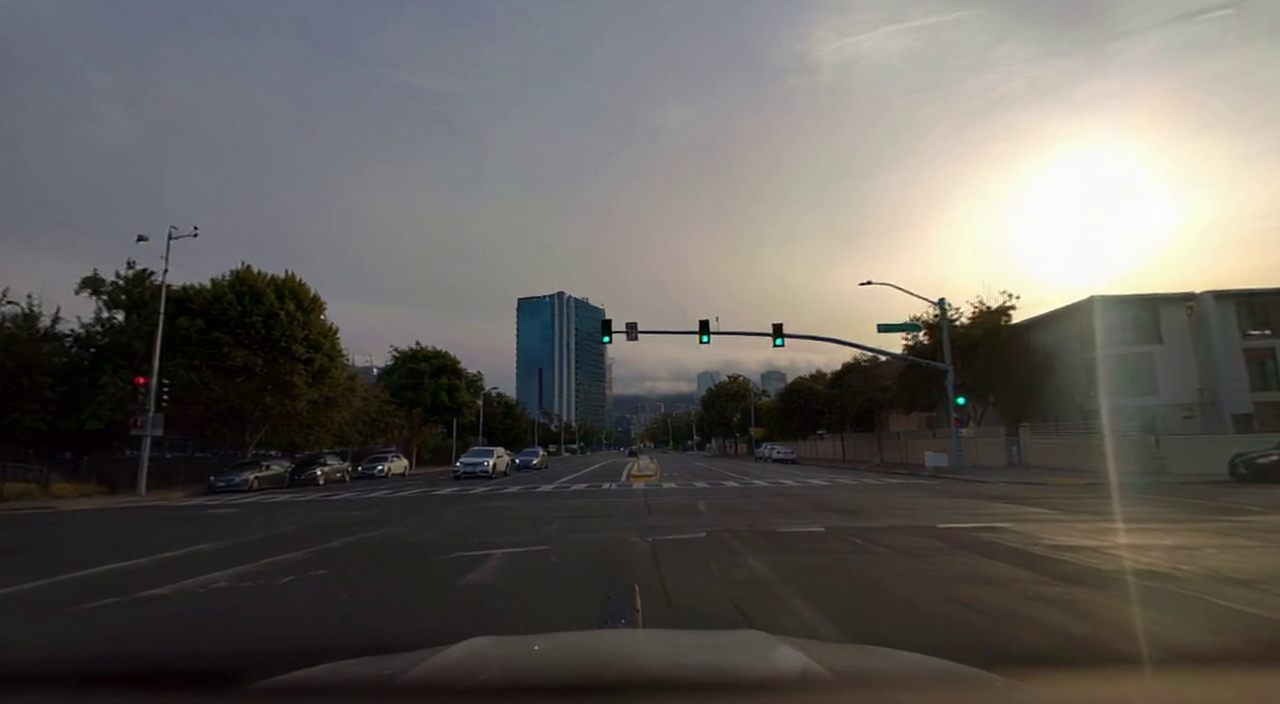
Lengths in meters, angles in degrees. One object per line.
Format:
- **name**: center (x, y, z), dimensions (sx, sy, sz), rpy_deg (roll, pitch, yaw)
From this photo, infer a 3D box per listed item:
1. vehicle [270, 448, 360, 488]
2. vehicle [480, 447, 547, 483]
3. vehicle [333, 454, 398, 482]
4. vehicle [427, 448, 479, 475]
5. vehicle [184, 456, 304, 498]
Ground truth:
- **vehicle**: center (-16.393, 5.846, 32.026), dimensions (1.960, 1.819, 5.018), rpy_deg (0, -9, -1)
- **vehicle**: center (-5.621, 5.086, 28.573), dimensions (2.154, 1.501, 4.416), rpy_deg (0, -9, 0)
- **vehicle**: center (-16.343, 6.896, 37.657), dimensions (1.804, 1.486, 4.625), rpy_deg (0, -9, 0)
- **vehicle**: center (-13.027, 7.634, 44.091), dimensions (2.126, 1.709, 5.095), rpy_deg (0, -9, 0)
- **vehicle**: center (-16.265, 5.109, 26.145), dimensions (2.055, 1.506, 4.663), rpy_deg (0, -9, -2)
